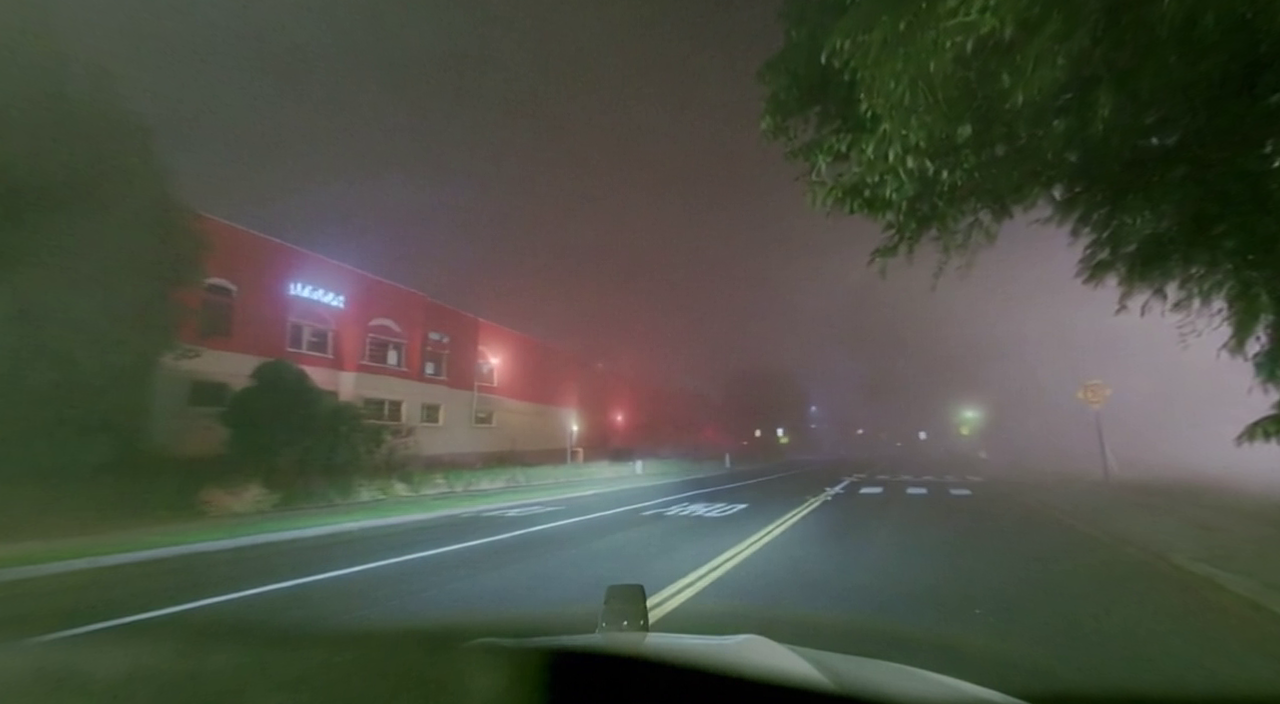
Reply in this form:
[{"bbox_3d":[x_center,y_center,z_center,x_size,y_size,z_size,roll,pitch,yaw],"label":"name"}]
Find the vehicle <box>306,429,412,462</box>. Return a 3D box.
[{"bbox_3d":[-15.278,5.092,34.282,5.035,1.666,2.449,-4,-9,25],"label":"vehicle"}]
